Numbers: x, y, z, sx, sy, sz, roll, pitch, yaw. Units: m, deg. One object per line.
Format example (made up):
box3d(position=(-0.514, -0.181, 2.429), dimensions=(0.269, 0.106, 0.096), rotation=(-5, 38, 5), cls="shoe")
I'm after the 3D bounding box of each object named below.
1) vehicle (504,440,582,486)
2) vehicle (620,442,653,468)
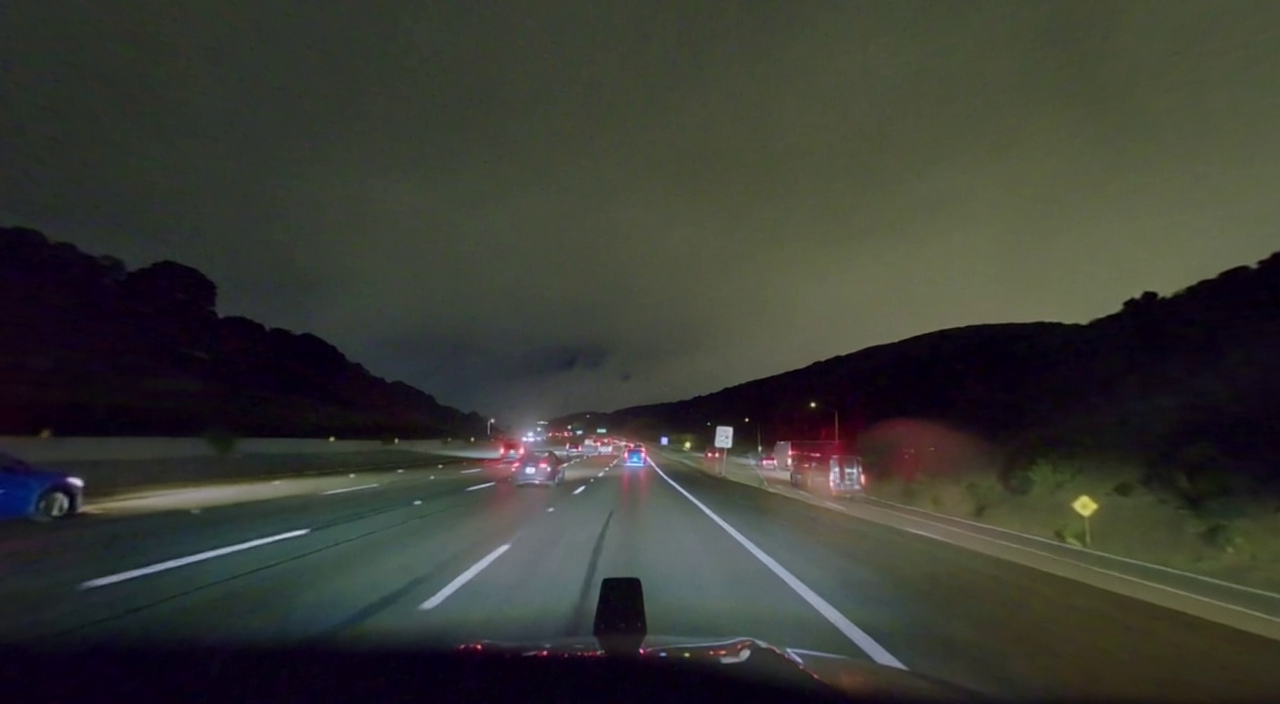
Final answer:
box3d(position=(-3.471, 4.081, 23.557), dimensions=(2.080, 1.505, 4.649), rotation=(0, -8, 1), cls="vehicle")
box3d(position=(-0.293, 6.998, 43.128), dimensions=(2.138, 1.674, 4.044), rotation=(0, -8, -1), cls="vehicle")
